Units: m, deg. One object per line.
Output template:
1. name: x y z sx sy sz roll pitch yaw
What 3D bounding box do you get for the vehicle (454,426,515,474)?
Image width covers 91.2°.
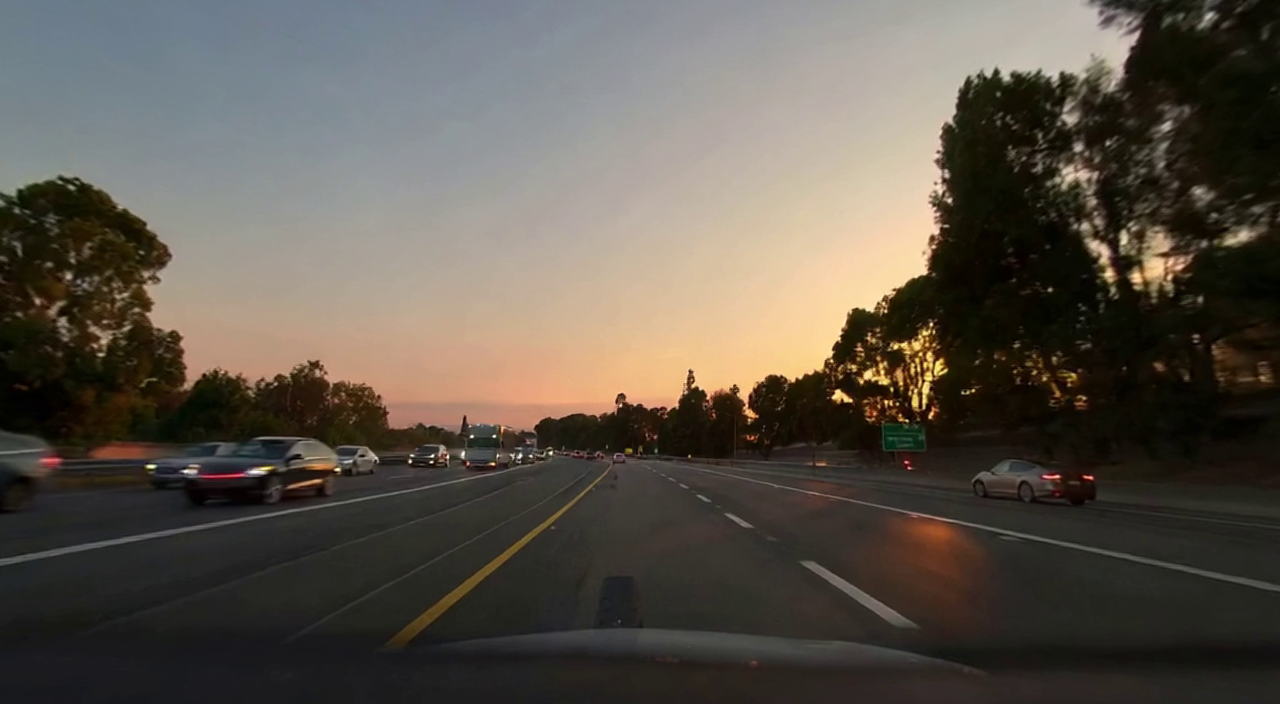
1. vehicle: -9.280 5.955 38.121 2.356 2.637 6.975 0 -9 -4

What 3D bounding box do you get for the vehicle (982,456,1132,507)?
1. vehicle: 14.270 4.411 21.832 1.941 1.536 4.585 0 -9 -2

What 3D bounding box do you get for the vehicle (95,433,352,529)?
1. vehicle: -7.778 2.438 12.419 2.032 1.521 4.518 0 -9 -1

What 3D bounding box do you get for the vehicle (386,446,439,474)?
1. vehicle: -14.280 6.775 39.583 1.947 1.647 4.183 0 -9 -3
